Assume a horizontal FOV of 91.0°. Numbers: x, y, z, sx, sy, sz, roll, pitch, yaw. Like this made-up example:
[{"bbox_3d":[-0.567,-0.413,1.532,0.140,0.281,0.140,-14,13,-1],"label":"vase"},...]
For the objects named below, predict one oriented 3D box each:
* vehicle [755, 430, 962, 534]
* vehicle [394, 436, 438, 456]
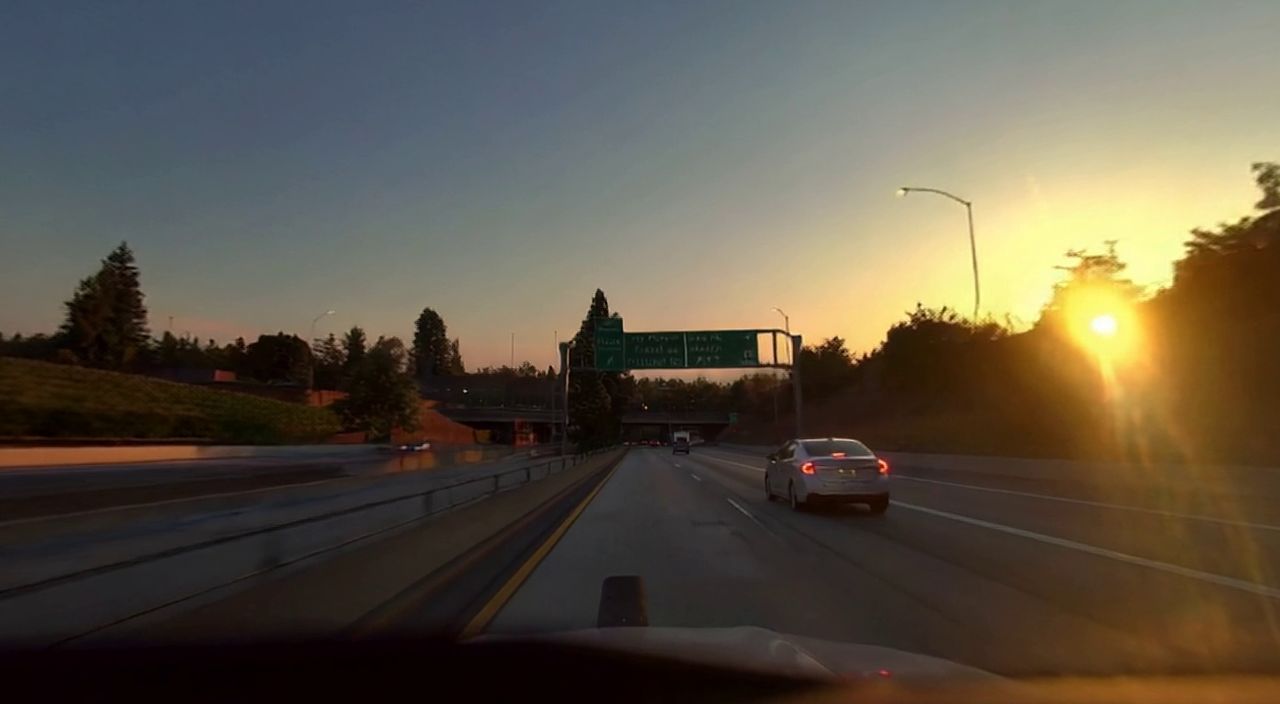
[{"bbox_3d":[3.559,2.201,11.362,2.091,1.482,4.522,0,-8,0],"label":"vehicle"},{"bbox_3d":[-16.784,7.056,47.284,1.775,1.448,3.844,0,-8,1],"label":"vehicle"}]
